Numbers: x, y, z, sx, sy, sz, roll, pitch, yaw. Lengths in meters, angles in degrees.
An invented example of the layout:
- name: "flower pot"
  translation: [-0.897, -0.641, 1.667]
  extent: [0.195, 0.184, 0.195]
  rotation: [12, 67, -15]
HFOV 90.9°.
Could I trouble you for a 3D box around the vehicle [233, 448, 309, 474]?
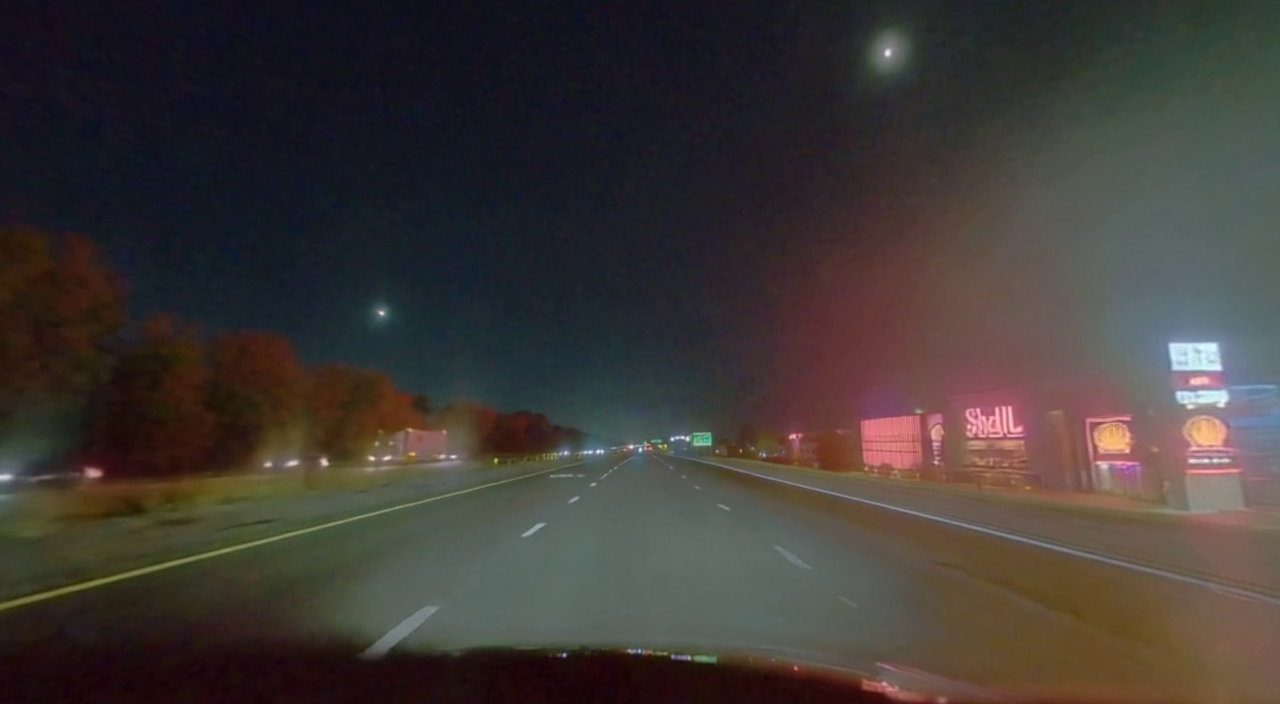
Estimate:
- name: "vehicle"
  translation: [-23.345, 6.900, 40.145]
  extent: [1.938, 1.476, 4.718]
  rotation: [0, -8, 1]
